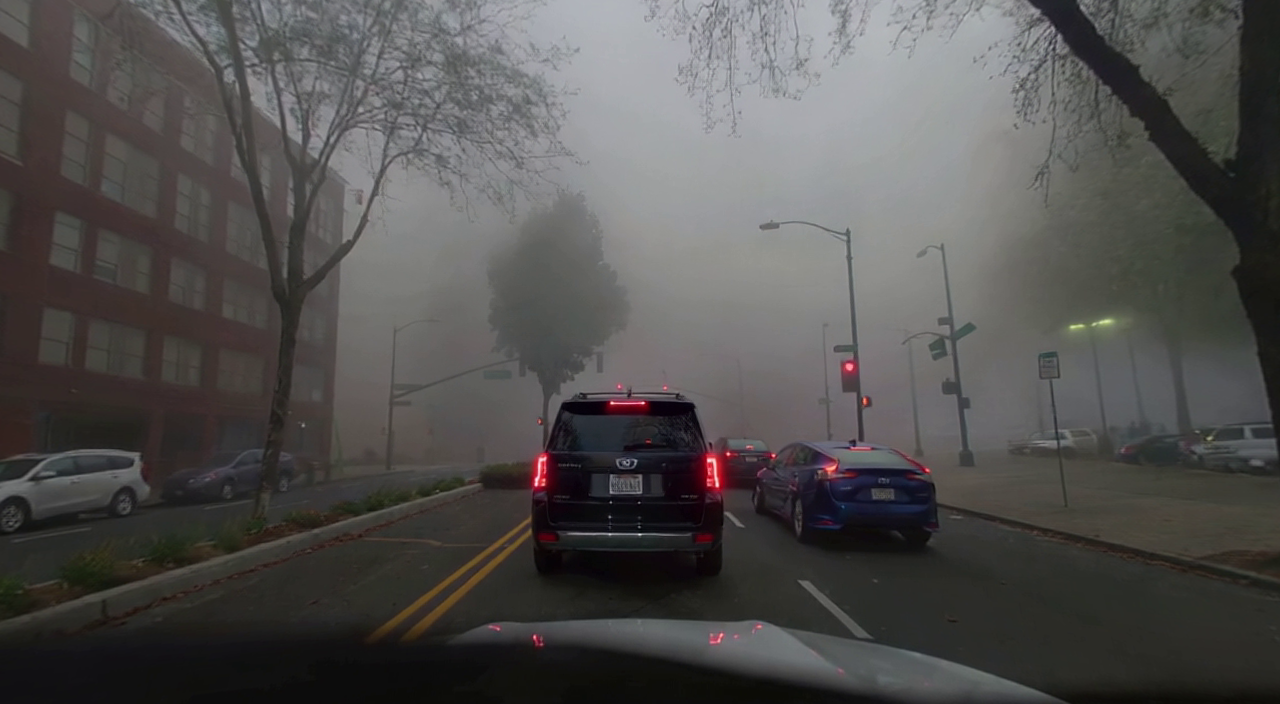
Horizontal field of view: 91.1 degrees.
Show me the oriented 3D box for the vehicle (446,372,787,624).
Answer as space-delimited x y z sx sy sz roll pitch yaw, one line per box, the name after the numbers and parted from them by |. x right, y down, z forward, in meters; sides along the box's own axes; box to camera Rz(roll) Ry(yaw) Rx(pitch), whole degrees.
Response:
-0.160 1.368 6.767 2.453 1.816 4.300 0 -8 0 | vehicle

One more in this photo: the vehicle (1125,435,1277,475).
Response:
22.130 4.055 24.986 4.055 1.469 1.848 -4 -9 26 | vehicle

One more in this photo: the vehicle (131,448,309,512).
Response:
-12.460 3.782 19.135 2.207 1.648 4.675 0 -8 -1 | vehicle

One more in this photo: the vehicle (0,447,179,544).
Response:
-12.535 2.915 13.464 1.891 1.723 4.360 0 -8 1 | vehicle

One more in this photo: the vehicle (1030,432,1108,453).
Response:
33.505 7.070 49.047 5.224 1.515 2.164 3 -9 -18 | vehicle

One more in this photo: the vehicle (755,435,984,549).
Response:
3.295 2.083 10.073 2.056 1.422 4.130 0 -8 -1 | vehicle
